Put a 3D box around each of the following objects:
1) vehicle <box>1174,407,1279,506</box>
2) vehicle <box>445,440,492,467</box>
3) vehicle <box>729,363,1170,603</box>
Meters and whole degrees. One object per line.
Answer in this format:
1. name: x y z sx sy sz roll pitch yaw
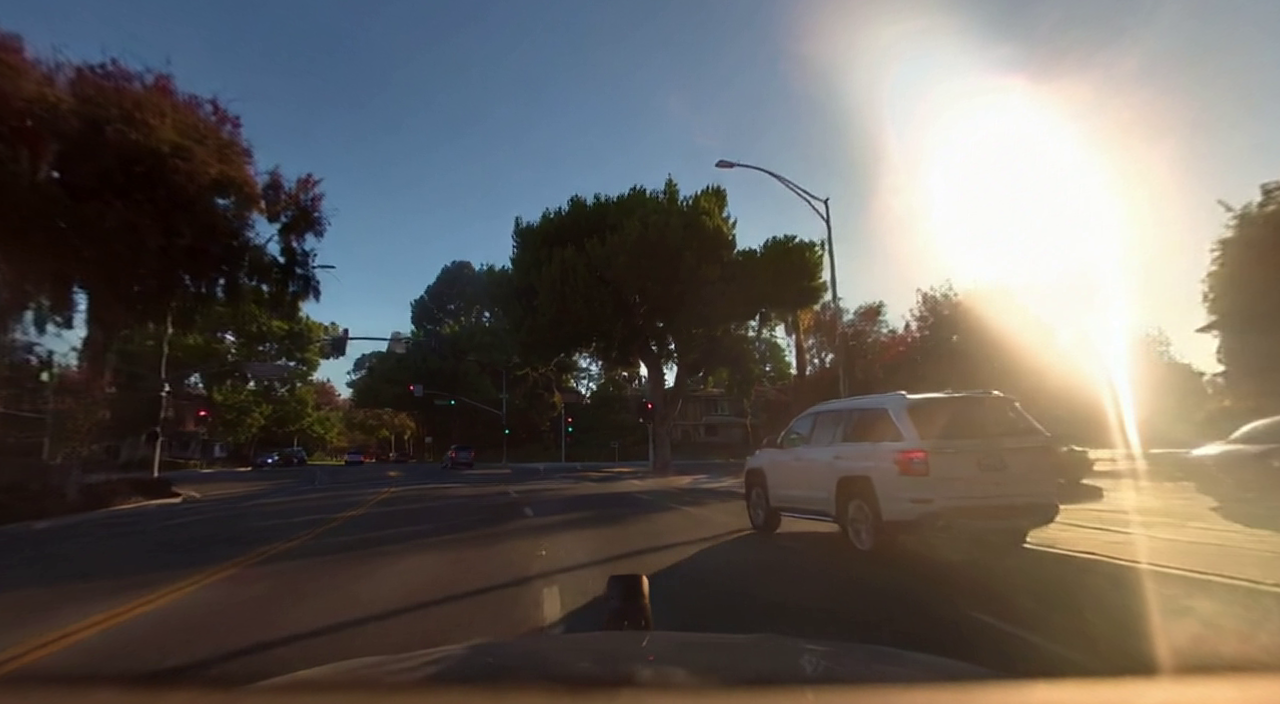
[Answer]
1. vehicle: 13.385 1.907 12.096 4.656 1.710 1.950 -1 -9 -7
2. vehicle: -11.551 6.778 42.245 2.138 1.729 4.178 4 -10 -27
3. vehicle: 3.201 1.542 8.431 2.338 2.063 5.592 1 -9 -10
